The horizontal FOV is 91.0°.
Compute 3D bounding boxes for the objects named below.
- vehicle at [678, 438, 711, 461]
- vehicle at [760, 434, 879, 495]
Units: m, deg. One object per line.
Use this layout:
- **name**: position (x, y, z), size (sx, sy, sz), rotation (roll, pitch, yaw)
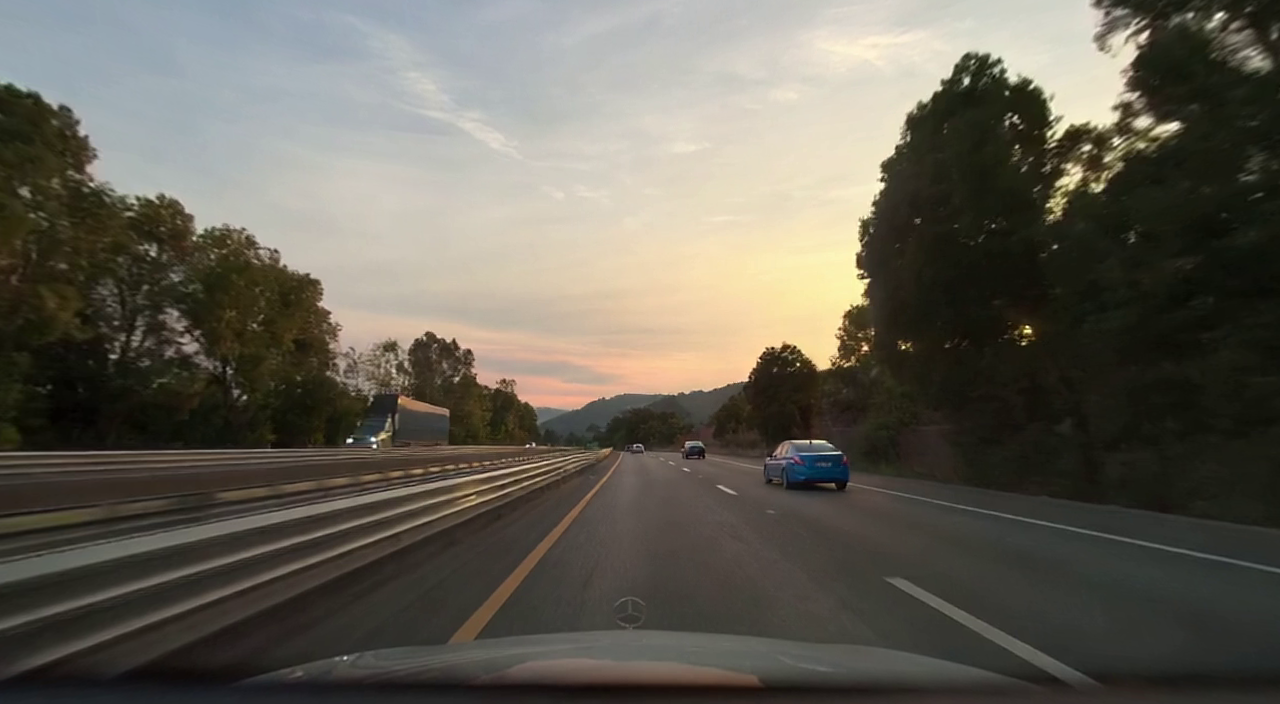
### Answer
- **vehicle**: position (3.856, 6.994, 45.121), size (1.945, 1.538, 3.729), rotation (0, -8, -2)
- **vehicle**: position (4.915, 3.129, 17.933), size (2.072, 1.528, 4.176), rotation (0, -8, -1)
